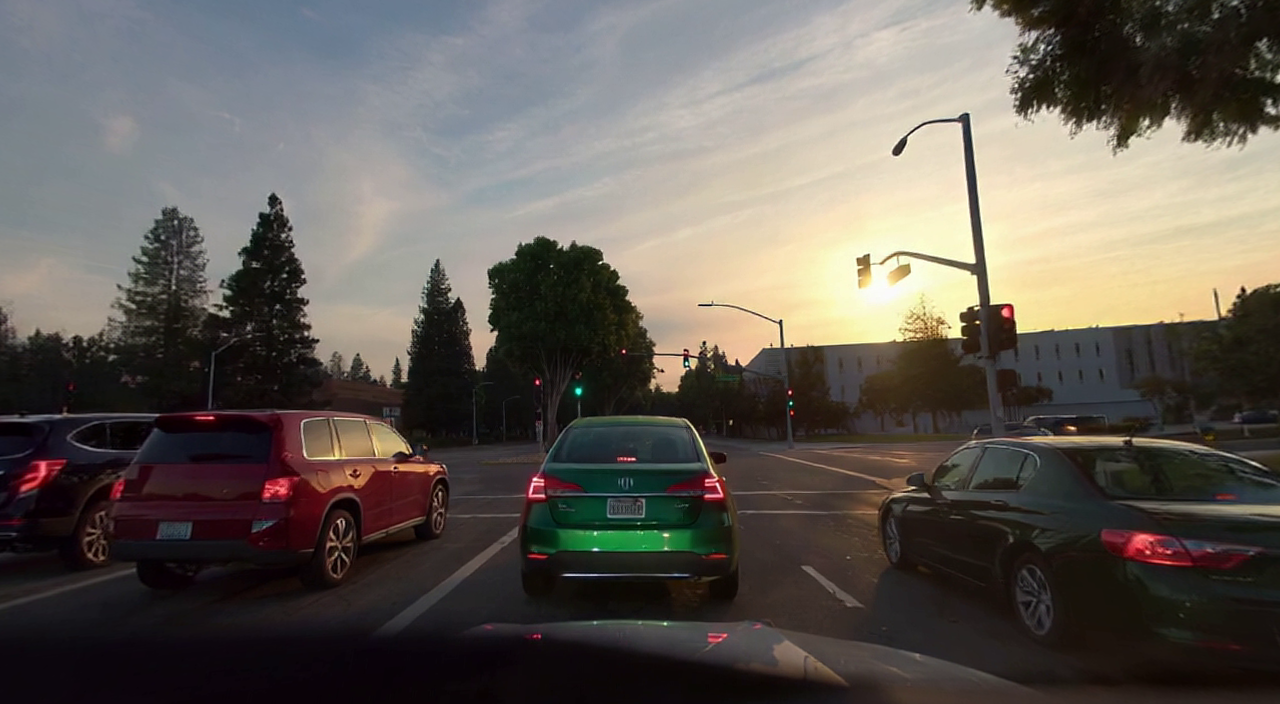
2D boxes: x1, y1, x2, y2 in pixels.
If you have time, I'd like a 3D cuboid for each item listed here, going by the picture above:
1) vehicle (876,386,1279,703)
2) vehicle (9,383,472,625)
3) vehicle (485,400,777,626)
[{"bbox_3d":[3.585,1.199,4.617,2.010,1.486,4.498,0,-8,1],"label":"vehicle"},{"bbox_3d":[-3.552,1.432,6.874,2.014,1.755,4.360,0,-8,3],"label":"vehicle"},{"bbox_3d":[-0.043,1.401,6.311,2.047,1.579,3.642,0,-8,1],"label":"vehicle"}]
